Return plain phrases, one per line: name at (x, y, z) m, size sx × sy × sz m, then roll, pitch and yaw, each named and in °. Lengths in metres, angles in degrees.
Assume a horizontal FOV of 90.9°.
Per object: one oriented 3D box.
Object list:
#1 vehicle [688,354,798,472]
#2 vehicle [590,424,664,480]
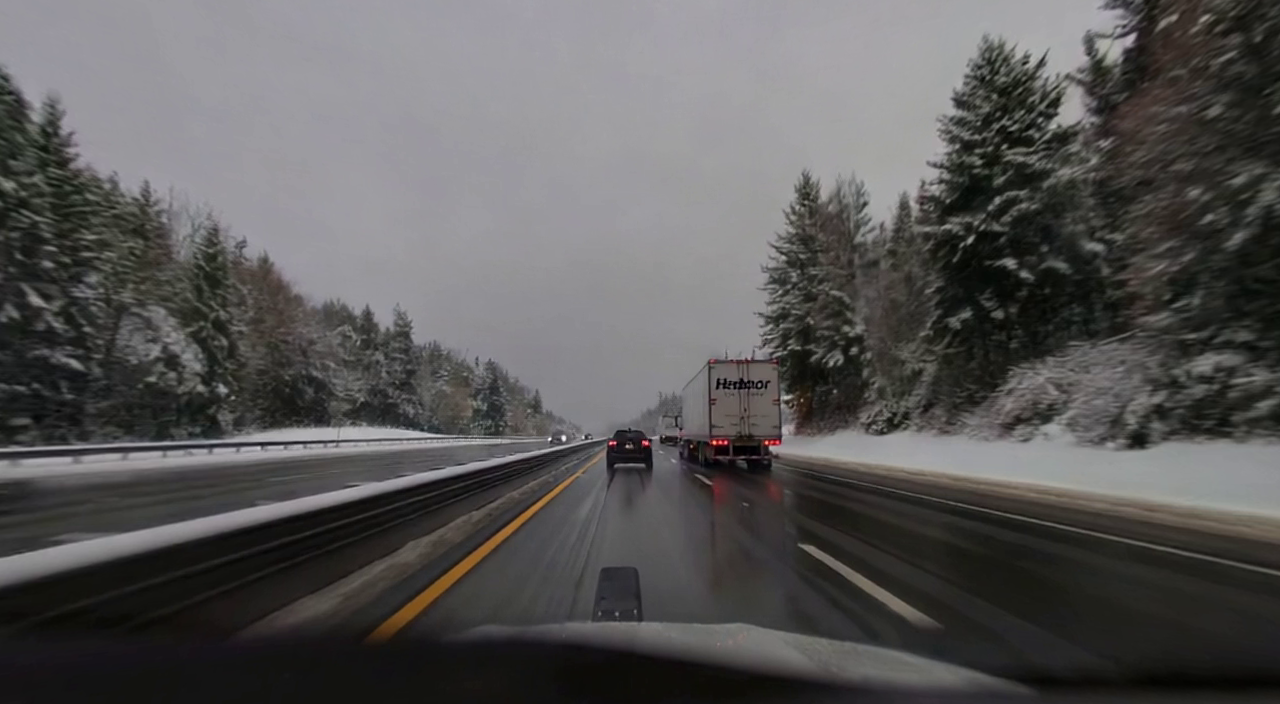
vehicle at (3.910, 2.729, 26.646) m, size 2.853 × 4.038 × 9.832 m, roll 0°, pitch -8°, yaw -1°
vehicle at (-0.406, 3.113, 19.922) m, size 2.095 × 1.557 × 3.963 m, roll 0°, pitch -8°, yaw -1°
